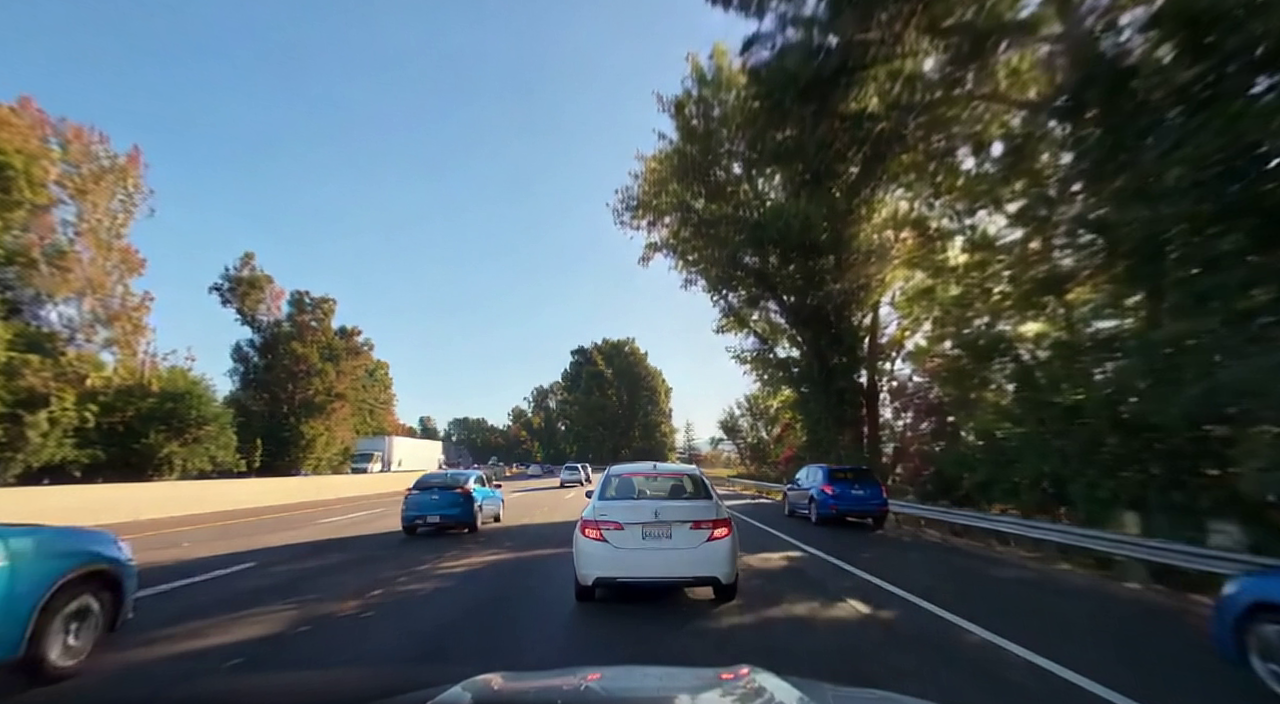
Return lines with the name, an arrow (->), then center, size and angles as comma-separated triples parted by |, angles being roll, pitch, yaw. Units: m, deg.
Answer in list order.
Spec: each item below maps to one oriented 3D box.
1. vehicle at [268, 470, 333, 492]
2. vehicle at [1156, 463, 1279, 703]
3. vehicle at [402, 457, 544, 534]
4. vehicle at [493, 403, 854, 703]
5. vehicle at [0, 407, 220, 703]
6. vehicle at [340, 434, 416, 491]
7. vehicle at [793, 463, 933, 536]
vehicle -> -24.411, 9.265, 45.444 | 1.981, 1.468, 4.519 | 0, -11, 3
vehicle -> 4.470, 1.071, 2.101 | 1.870, 1.382, 4.287 | 1, -11, 1
vehicle -> -3.756, 3.344, 15.134 | 1.960, 1.502, 4.593 | 0, -11, 2
vehicle -> 0.172, 1.553, 5.762 | 2.057, 1.725, 4.126 | 1, -11, -1
vehicle -> -3.910, 0.892, 2.125 | 1.994, 1.556, 4.263 | 1, -11, 0
vehicle -> -20.180, 8.607, 48.978 | 2.969, 4.038, 5.876 | 0, -11, 3
vehicle -> 5.129, 3.447, 15.171 | 1.978, 1.472, 4.022 | 0, -11, 1
